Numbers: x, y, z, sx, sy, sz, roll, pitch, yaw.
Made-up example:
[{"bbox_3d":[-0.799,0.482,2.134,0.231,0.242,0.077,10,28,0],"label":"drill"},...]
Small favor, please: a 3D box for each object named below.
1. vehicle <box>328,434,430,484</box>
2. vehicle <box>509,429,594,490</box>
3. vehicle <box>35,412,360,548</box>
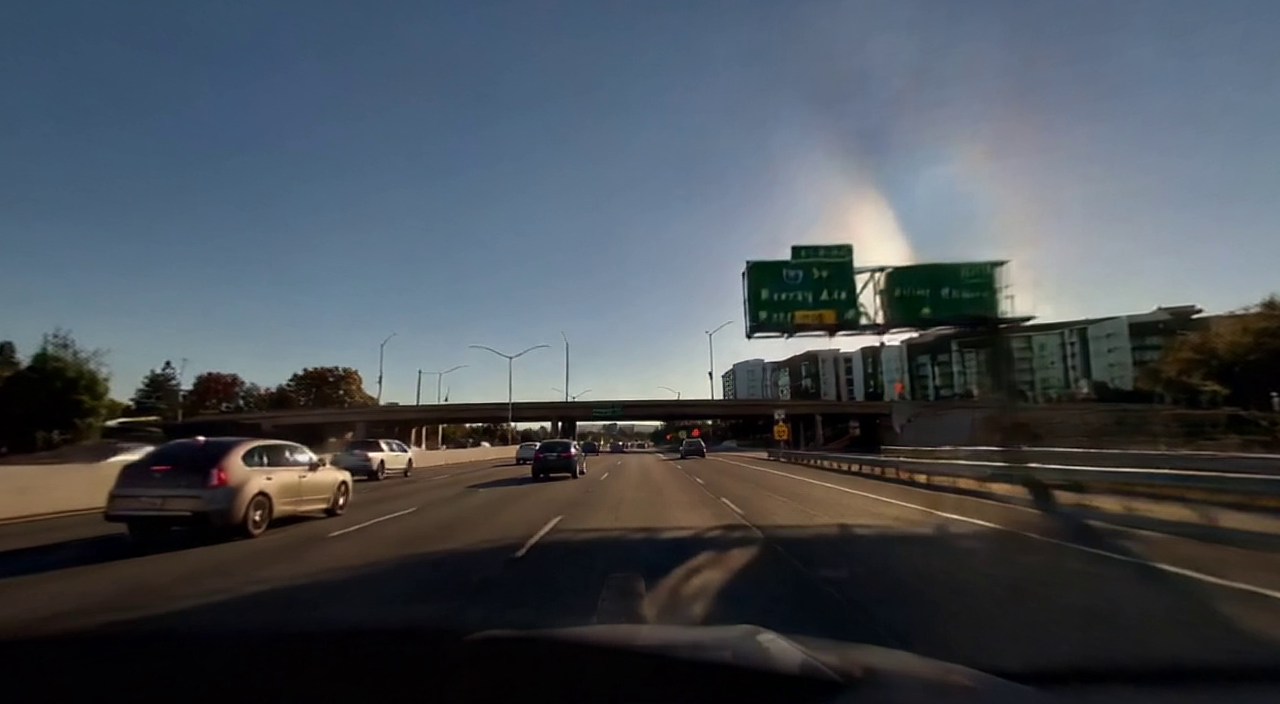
[{"bbox_3d":[-10.143,4.180,25.054,1.969,1.759,4.758,0,-8,1],"label":"vehicle"},{"bbox_3d":[-2.681,3.381,20.202,2.027,1.697,4.307,0,-8,1],"label":"vehicle"},{"bbox_3d":[-6.892,2.031,10.755,2.015,1.762,4.790,0,-8,0],"label":"vehicle"}]
